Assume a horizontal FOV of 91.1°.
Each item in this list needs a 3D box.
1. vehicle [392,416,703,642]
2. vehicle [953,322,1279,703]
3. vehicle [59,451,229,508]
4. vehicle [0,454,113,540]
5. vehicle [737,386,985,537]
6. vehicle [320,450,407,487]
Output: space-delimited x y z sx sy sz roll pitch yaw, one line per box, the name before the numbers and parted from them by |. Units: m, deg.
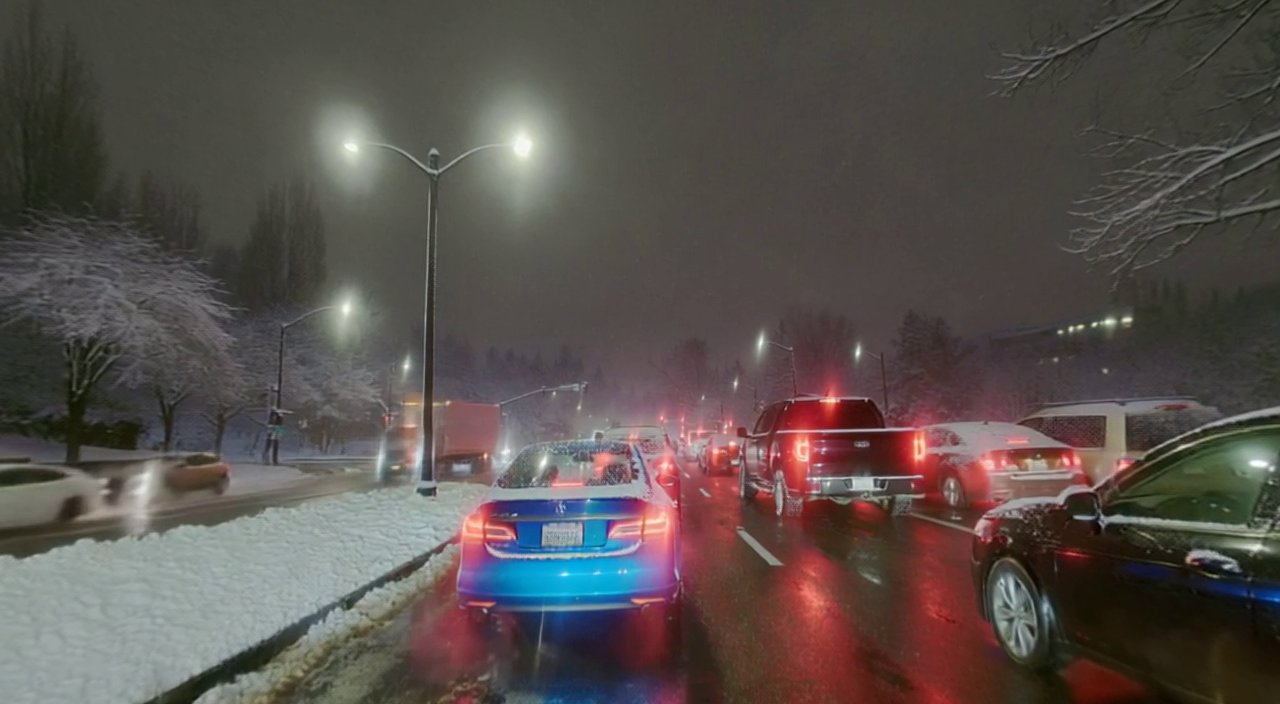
vehicle | -0.576 1.499 6.336 2.111 1.506 4.018 0 -9 2
vehicle | 3.158 0.755 2.067 1.982 1.709 4.427 0 -9 1
vehicle | -16.306 4.168 21.015 1.937 1.650 4.465 0 -9 2
vehicle | -12.614 2.706 11.725 1.907 1.522 4.115 0 -9 0
vehicle | 3.528 1.948 11.687 2.444 2.098 5.766 0 -8 -1
vehicle | -12.482 5.249 28.645 2.055 1.524 4.074 0 -9 1
